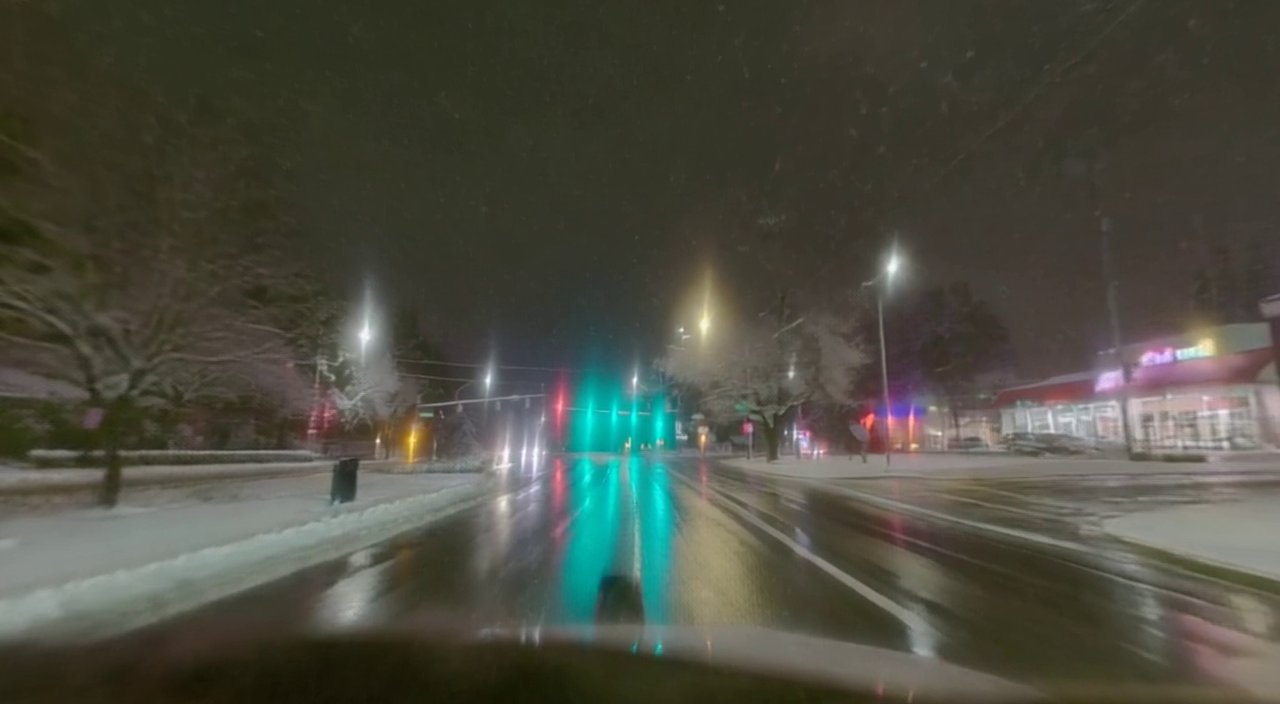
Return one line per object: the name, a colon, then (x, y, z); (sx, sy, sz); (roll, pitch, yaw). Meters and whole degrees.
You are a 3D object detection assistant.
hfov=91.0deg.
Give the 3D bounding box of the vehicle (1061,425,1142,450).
vehicle: (31.675, 5.883, 43.306); (4.051, 1.611, 1.944); (1, -8, -2)
